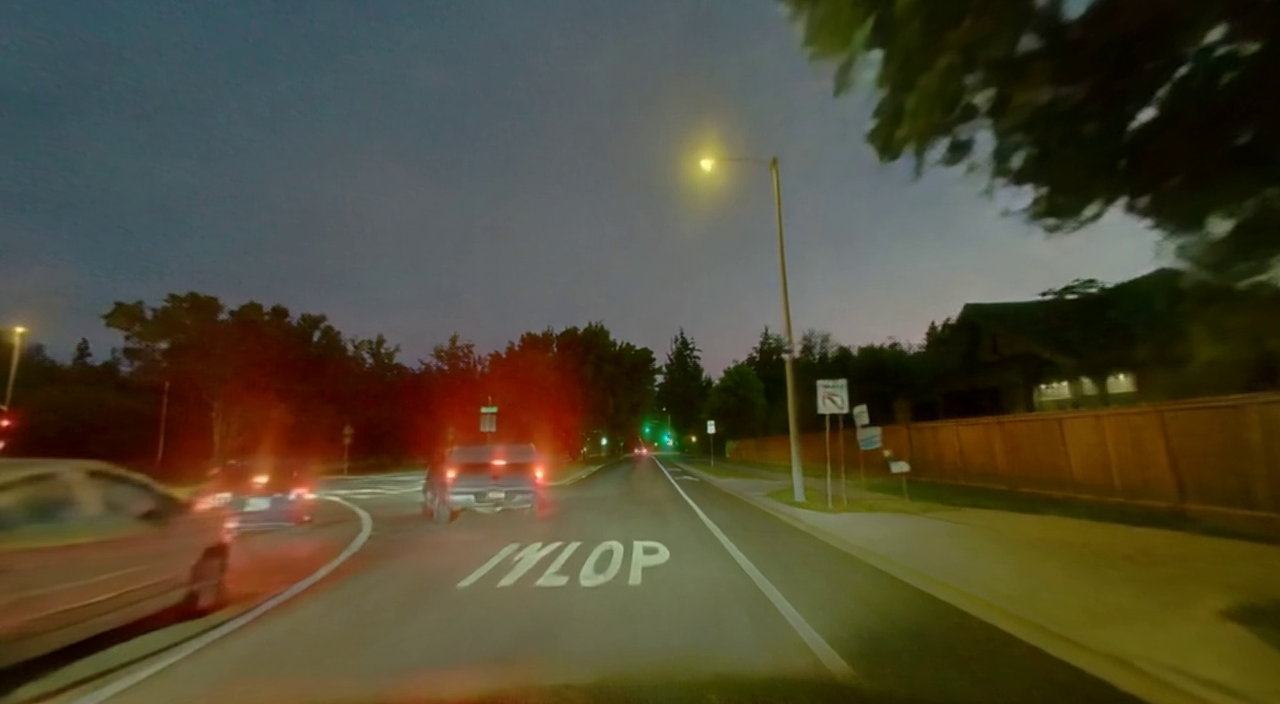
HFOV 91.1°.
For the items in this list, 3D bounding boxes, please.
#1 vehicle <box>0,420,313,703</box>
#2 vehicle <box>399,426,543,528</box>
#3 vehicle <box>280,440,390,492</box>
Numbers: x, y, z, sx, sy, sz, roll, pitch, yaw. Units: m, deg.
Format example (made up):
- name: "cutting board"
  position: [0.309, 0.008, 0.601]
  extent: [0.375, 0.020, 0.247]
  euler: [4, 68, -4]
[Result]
- name: "vehicle"
  position: [-4.821, 1.429, 5.173]
  extent: [2.151, 1.578, 5.036]
  euler: [1, -8, -8]
- name: "vehicle"
  position: [-3.565, 2.394, 12.643]
  extent: [2.290, 1.653, 4.127]
  euler: [3, -9, -21]
- name: "vehicle"
  position: [-11.511, 4.218, 23.617]
  extent: [4.240, 1.755, 2.108]
  euler: [-7, -11, 41]
